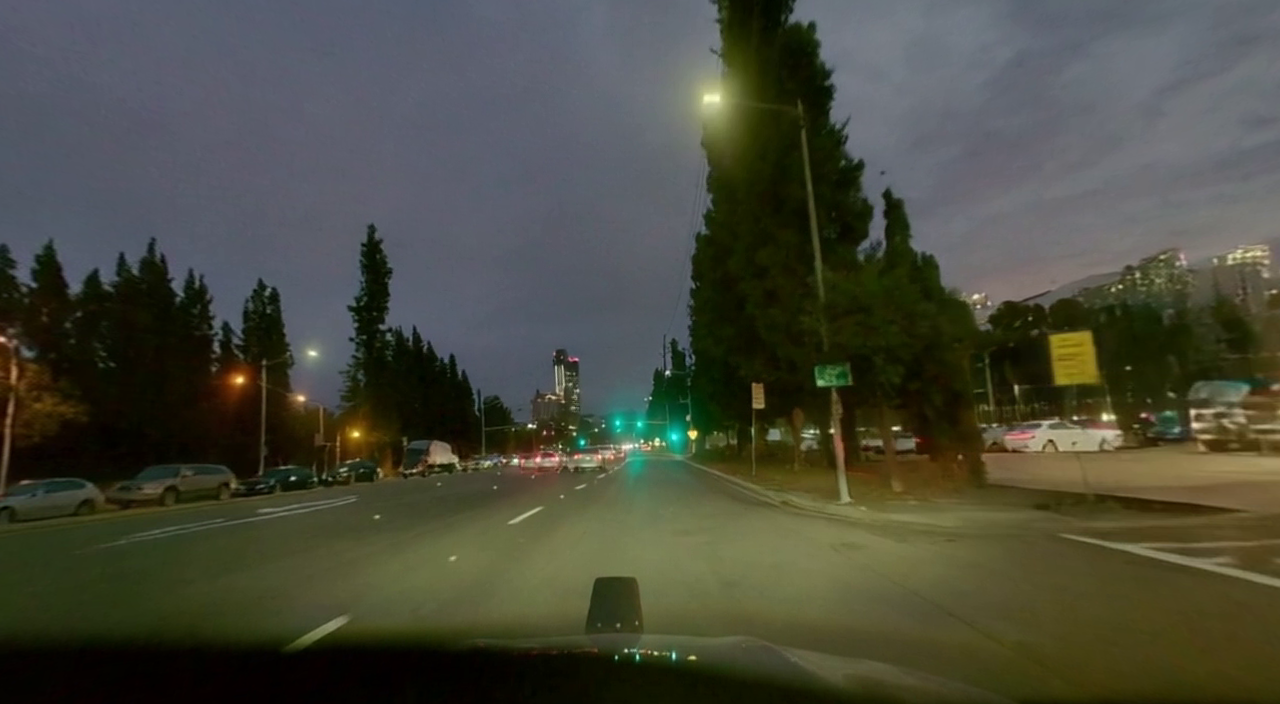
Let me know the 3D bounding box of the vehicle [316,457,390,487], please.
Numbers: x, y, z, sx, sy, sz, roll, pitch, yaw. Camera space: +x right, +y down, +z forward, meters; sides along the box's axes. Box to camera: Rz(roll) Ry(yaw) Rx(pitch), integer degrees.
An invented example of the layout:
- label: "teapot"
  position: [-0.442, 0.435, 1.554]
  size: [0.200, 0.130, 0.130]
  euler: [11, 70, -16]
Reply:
- label: "vehicle"
  position: [-16.228, 6.790, 36.028]
  size: [2.024, 1.531, 4.580]
  euler: [0, -8, 1]

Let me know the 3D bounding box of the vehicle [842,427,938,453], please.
- label: "vehicle"
  position: [14.493, 5.145, 36.841]
  size: [4.739, 1.424, 1.936]
  euler: [0, -8, 1]

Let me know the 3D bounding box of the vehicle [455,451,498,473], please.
- label: "vehicle"
  position: [-12.348, 8.318, 48.049]
  size: [2.013, 1.498, 4.474]
  euler: [0, -8, 0]

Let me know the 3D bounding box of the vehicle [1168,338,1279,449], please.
- label: "vehicle"
  position: [14.063, 0.882, 12.404]
  size: [5.161, 1.993, 2.293]
  euler: [-1, -8, 3]

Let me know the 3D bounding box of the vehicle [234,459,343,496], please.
- label: "vehicle"
  position: [-16.376, 5.847, 29.807]
  size: [2.162, 1.480, 5.017]
  euler: [0, -8, 1]

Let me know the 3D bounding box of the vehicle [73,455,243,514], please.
- label: "vehicle"
  position: [-16.422, 4.486, 21.936]
  size: [2.073, 1.749, 4.770]
  euler: [0, -8, 1]

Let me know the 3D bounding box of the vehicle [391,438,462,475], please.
- label: "vehicle"
  position: [-16.397, 8.062, 49.067]
  size: [2.599, 2.675, 7.177]
  euler: [-1, -8, 4]

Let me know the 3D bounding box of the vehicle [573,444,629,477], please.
- label: "vehicle"
  position: [-1.855, 5.367, 31.517]
  size: [2.235, 1.500, 4.420]
  euler: [-1, -8, 4]

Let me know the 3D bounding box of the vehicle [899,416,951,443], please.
- label: "vehicle"
  position: [21.406, 5.926, 47.721]
  size: [1.950, 1.823, 4.752]
  euler: [-1, -9, 4]

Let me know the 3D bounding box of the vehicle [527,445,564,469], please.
- label: "vehicle"
  position: [-7.296, 8.106, 49.086]
  size: [2.054, 1.744, 4.422]
  euler: [0, -8, 2]
